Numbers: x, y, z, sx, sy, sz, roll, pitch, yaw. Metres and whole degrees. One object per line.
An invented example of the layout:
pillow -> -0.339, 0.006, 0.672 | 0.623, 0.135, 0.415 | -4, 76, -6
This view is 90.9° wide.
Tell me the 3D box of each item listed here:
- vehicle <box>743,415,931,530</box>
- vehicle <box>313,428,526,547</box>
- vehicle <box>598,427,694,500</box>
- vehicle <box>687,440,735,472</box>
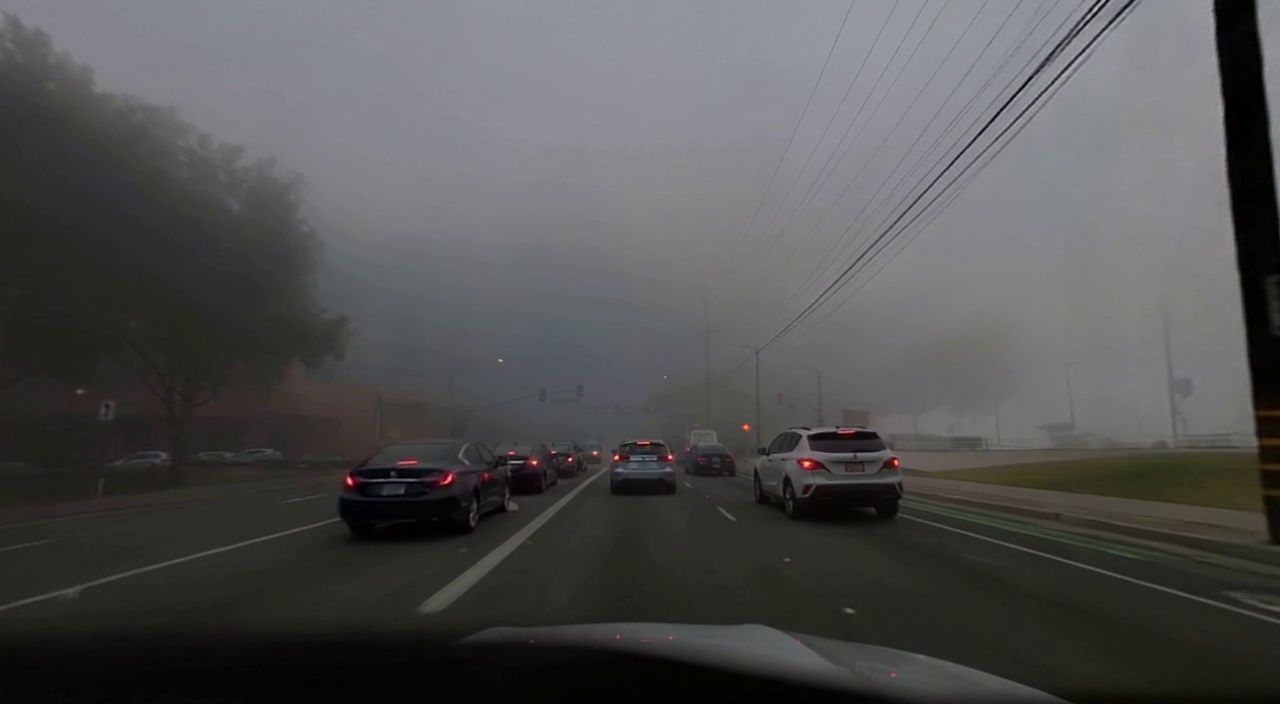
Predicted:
vehicle -> 3.365, 2.166, 11.873 | 2.024, 1.711, 4.512 | 0, -8, -1
vehicle -> -3.214, 2.061, 10.353 | 2.104, 1.488, 4.546 | 0, -8, -4
vehicle -> 0.124, 2.877, 16.589 | 2.200, 1.653, 4.127 | 0, -8, 0
vehicle -> 3.571, 5.285, 32.208 | 1.880, 1.503, 4.130 | 0, -8, -1
